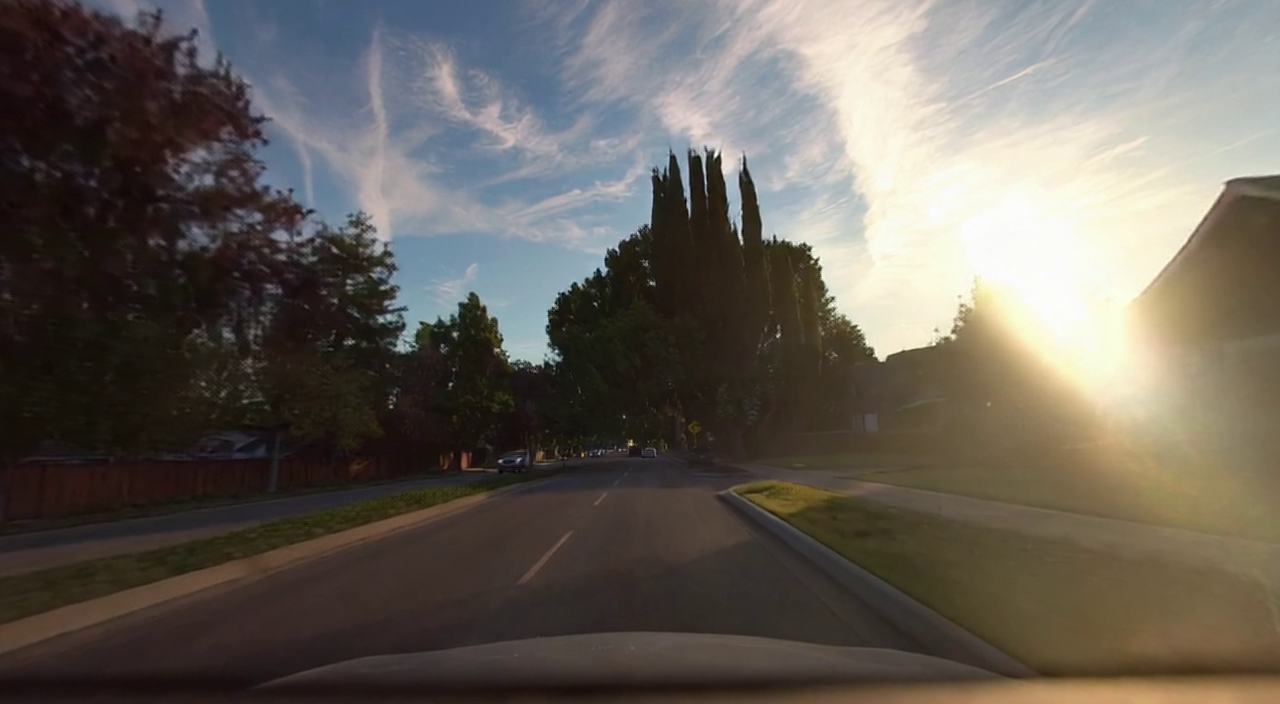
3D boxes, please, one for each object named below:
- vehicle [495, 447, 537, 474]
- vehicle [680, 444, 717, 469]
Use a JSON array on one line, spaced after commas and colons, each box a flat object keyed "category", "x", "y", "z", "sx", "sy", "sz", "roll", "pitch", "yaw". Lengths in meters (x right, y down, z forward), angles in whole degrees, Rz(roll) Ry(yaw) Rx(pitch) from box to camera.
[{"category": "vehicle", "x": -8.492, "y": 7.474, "z": 43.521, "sx": 1.981, "sy": 1.716, "sz": 4.315, "roll": -1, "pitch": -8, "yaw": 1}, {"category": "vehicle", "x": 3.781, "y": 6.867, "z": 41.605, "sx": 2.011, "sy": 1.507, "sz": 4.769, "roll": 0, "pitch": -8, "yaw": 0}]
